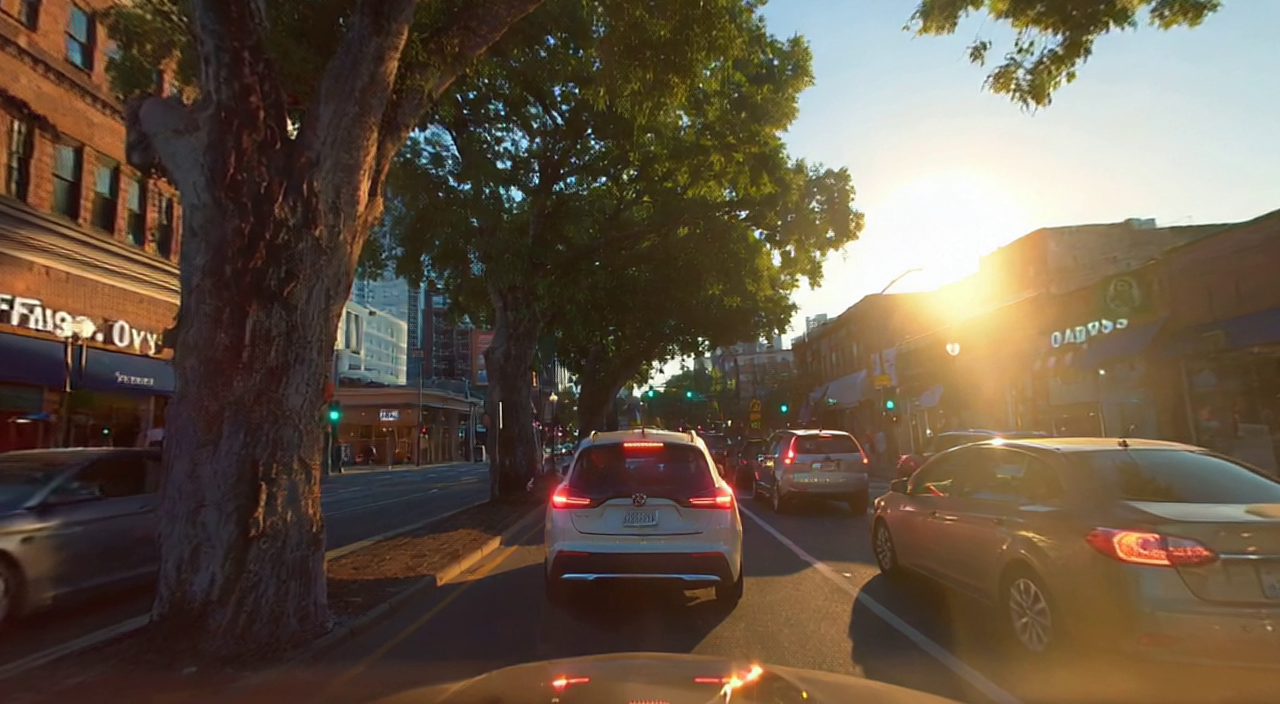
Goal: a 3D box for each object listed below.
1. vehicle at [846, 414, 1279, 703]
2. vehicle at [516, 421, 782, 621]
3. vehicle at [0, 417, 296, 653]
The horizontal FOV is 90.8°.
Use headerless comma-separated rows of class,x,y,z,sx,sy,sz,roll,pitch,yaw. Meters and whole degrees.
vehicle,3.402,1.370,5.301,1.988,1.480,4.195,0,-9,1
vehicle,0.062,1.548,6.616,2.006,1.487,3.535,0,-9,0
vehicle,-5.181,1.386,5.315,1.898,1.542,4.689,0,-9,0
